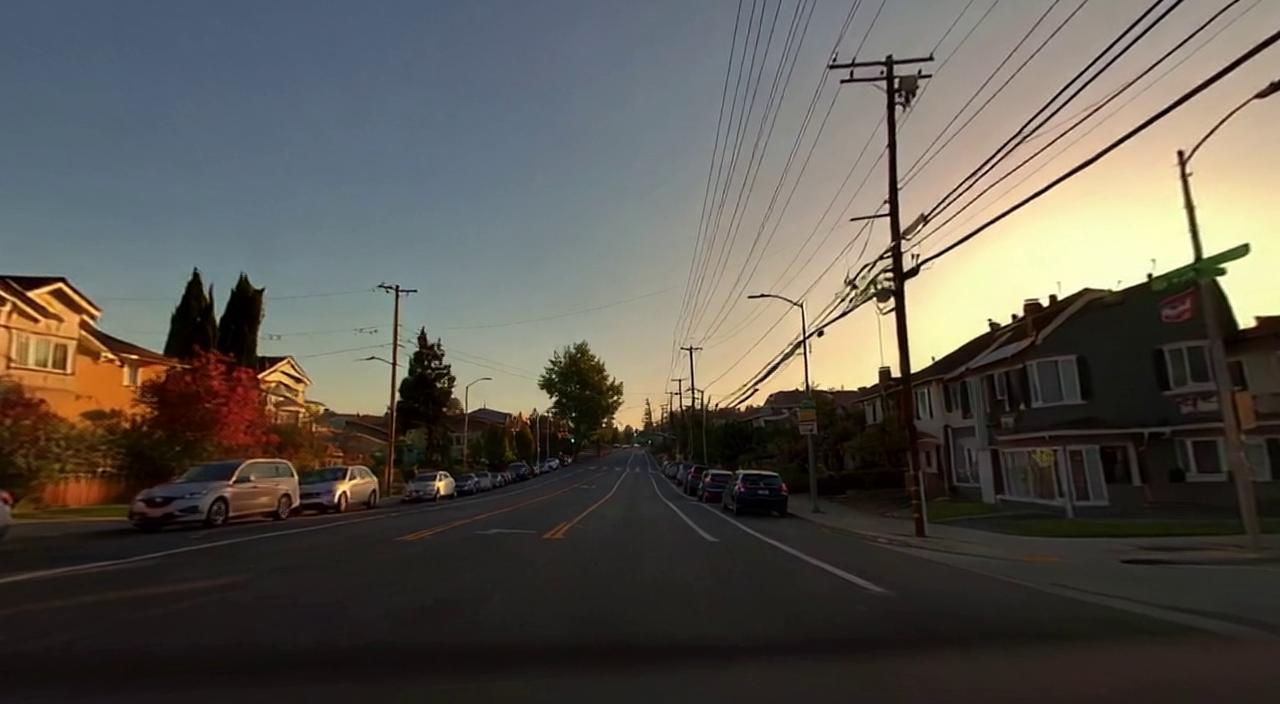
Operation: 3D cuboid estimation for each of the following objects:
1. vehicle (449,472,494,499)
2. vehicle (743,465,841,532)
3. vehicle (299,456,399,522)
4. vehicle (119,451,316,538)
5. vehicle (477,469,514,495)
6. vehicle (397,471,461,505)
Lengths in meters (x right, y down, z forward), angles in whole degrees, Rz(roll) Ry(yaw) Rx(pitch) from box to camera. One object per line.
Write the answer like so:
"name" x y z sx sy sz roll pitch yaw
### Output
"vehicle" -11.351 9.016 42.909 1.903 1.535 4.342 0 -9 -1
"vehicle" 4.411 4.278 18.994 1.867 1.680 4.176 0 -9 0
"vehicle" -11.308 5.263 24.877 1.926 1.998 4.447 -4 -6 -1
"vehicle" -11.096 3.702 17.171 2.056 1.980 4.763 0 -9 -1
"vehicle" -11.222 10.116 49.504 1.948 1.777 4.546 0 -9 -2
"vehicle" -11.128 7.203 33.667 2.051 1.520 4.374 0 -9 -2
